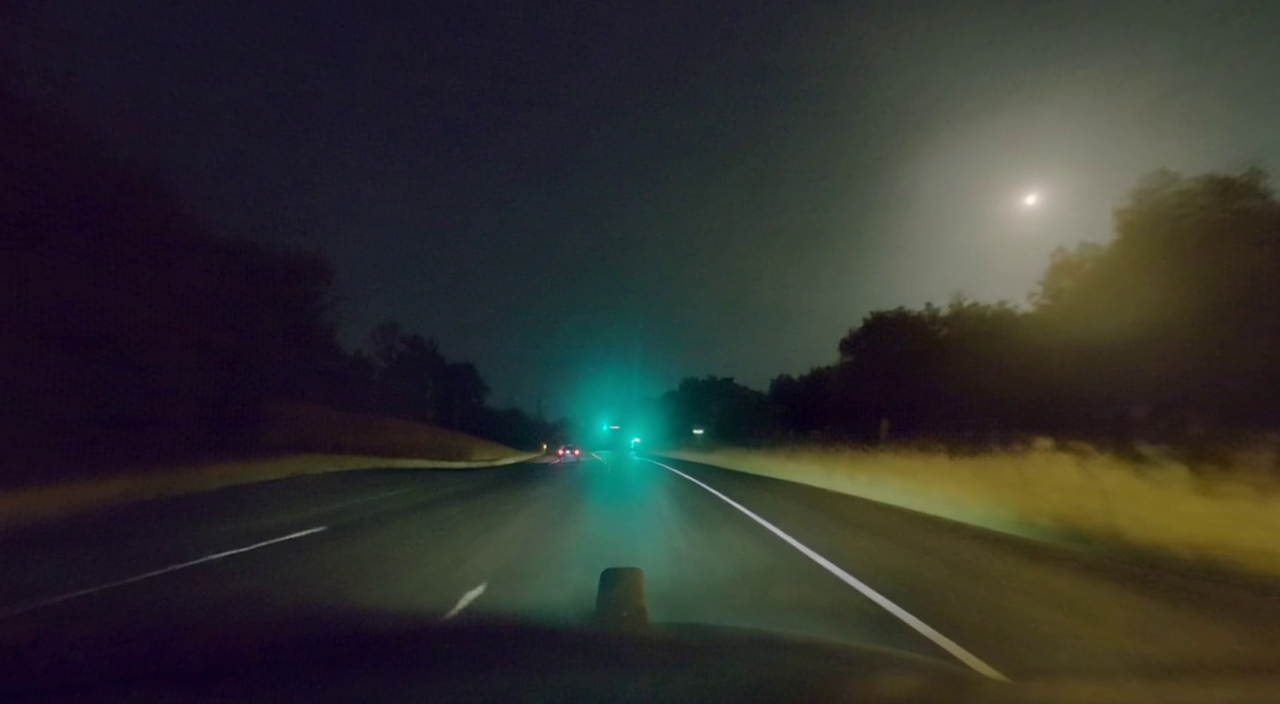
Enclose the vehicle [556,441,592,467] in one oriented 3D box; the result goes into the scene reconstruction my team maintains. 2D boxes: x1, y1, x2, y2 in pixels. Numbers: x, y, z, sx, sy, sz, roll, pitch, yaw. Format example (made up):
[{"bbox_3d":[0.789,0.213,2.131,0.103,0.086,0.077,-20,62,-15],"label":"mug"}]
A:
[{"bbox_3d":[-4.060,6.301,39.237,1.968,1.503,4.443,0,-8,-3],"label":"vehicle"}]
